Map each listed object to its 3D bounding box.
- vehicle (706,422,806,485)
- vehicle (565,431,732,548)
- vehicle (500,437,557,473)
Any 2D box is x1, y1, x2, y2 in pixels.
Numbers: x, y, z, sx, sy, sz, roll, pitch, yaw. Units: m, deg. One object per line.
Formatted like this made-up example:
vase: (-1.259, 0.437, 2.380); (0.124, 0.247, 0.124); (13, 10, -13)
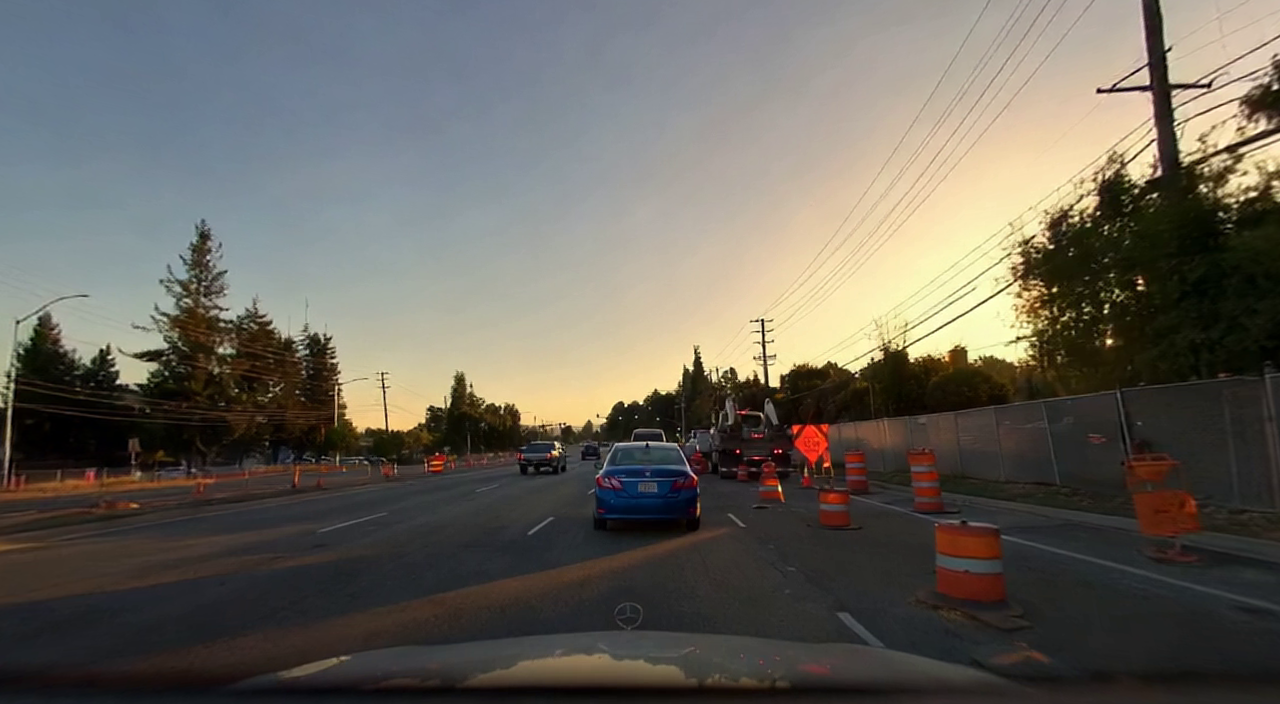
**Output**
vehicle: (4.038, 3.721, 23.394); (2.555, 2.017, 6.201); (0, -8, 0)
vehicle: (0.107, 2.083, 10.249); (2.128, 1.473, 4.272); (0, -8, 0)
vehicle: (-5.639, 5.270, 32.467); (1.963, 1.721, 4.467); (-1, -8, 2)
